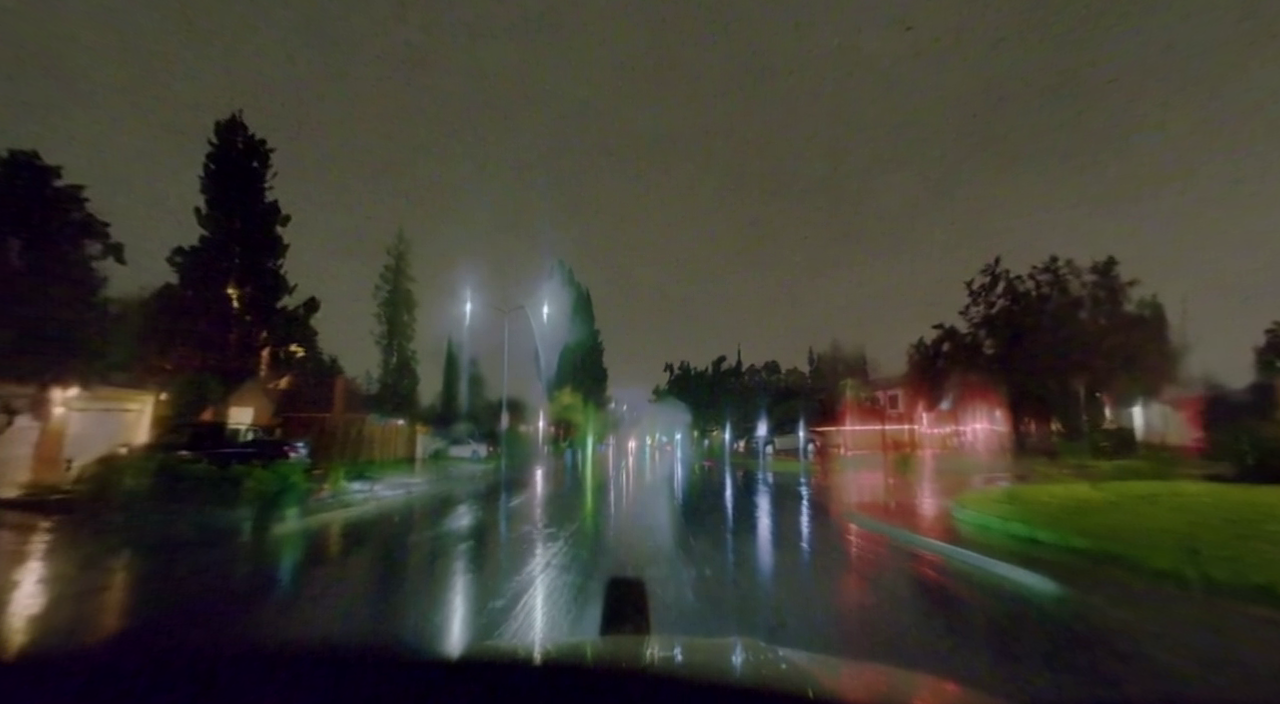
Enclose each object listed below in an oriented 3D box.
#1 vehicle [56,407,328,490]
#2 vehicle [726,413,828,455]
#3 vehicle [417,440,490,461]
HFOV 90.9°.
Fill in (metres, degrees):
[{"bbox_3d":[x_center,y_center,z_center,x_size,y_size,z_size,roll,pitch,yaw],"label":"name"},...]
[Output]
[{"bbox_3d":[-13.009,2.875,18.790,5.946,2.048,2.595,3,-8,-3],"label":"vehicle"},{"bbox_3d":[10.697,6.462,49.611,7.362,3.227,2.674,0,-8,-2],"label":"vehicle"},{"bbox_3d":[-13.816,7.322,46.899,4.764,1.514,1.912,0,-8,-1],"label":"vehicle"}]
